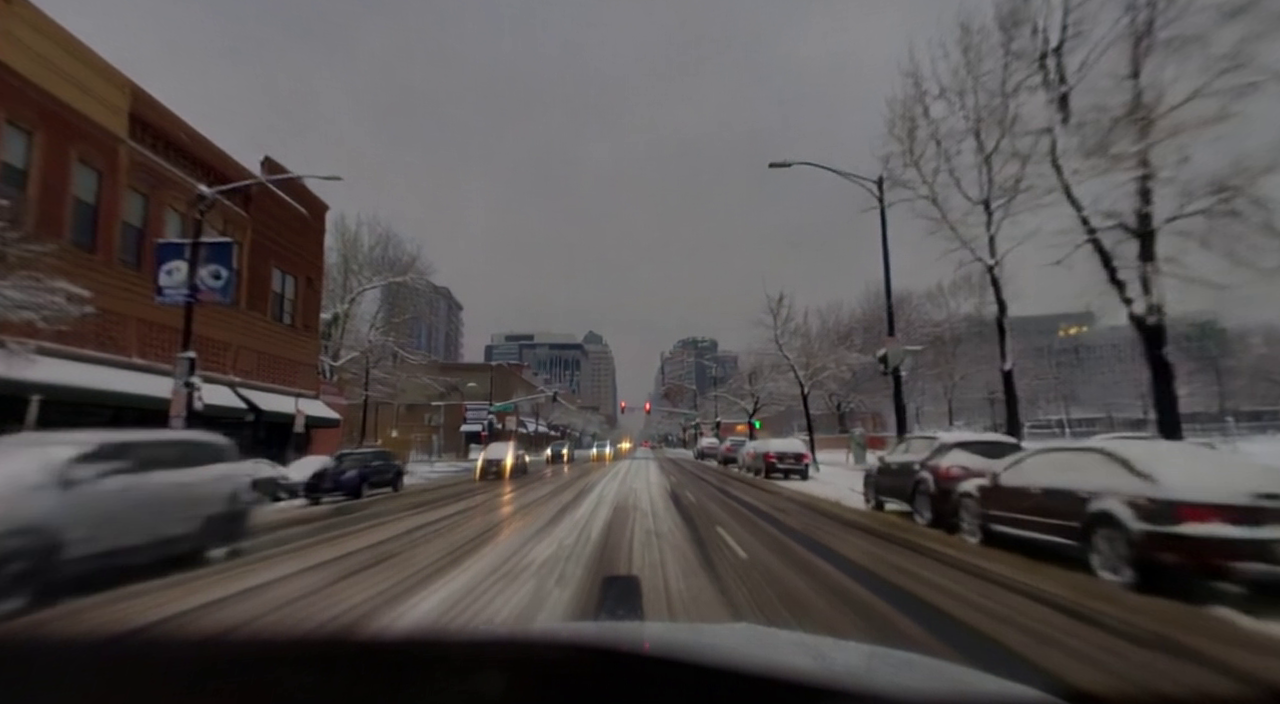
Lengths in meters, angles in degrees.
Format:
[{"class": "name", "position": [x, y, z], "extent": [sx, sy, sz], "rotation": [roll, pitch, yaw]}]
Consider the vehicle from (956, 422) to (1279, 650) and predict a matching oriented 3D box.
[{"class": "vehicle", "position": [5.580, 1.676, 6.914], "extent": [1.899, 1.642, 4.463], "rotation": [0, -8, 0]}]

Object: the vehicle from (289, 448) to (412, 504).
[{"class": "vehicle", "position": [-9.056, 3.868, 20.204], "extent": [1.937, 1.548, 4.179], "rotation": [0, -8, 0]}]

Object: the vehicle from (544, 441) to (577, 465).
[{"class": "vehicle", "position": [-6.210, 7.981, 49.971], "extent": [2.020, 1.754, 4.442], "rotation": [0, -8, 0]}]

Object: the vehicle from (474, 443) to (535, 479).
[{"class": "vehicle", "position": [-6.178, 5.003, 29.320], "extent": [1.898, 1.532, 4.337], "rotation": [0, -8, 0]}]

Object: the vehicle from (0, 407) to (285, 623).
[{"class": "vehicle", "position": [-6.332, 1.630, 7.100], "extent": [2.095, 1.759, 4.413], "rotation": [0, -8, 0]}]

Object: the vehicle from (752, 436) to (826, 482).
[{"class": "vehicle", "position": [6.056, 4.402, 26.249], "extent": [2.047, 1.720, 4.353], "rotation": [0, -8, 0]}]
